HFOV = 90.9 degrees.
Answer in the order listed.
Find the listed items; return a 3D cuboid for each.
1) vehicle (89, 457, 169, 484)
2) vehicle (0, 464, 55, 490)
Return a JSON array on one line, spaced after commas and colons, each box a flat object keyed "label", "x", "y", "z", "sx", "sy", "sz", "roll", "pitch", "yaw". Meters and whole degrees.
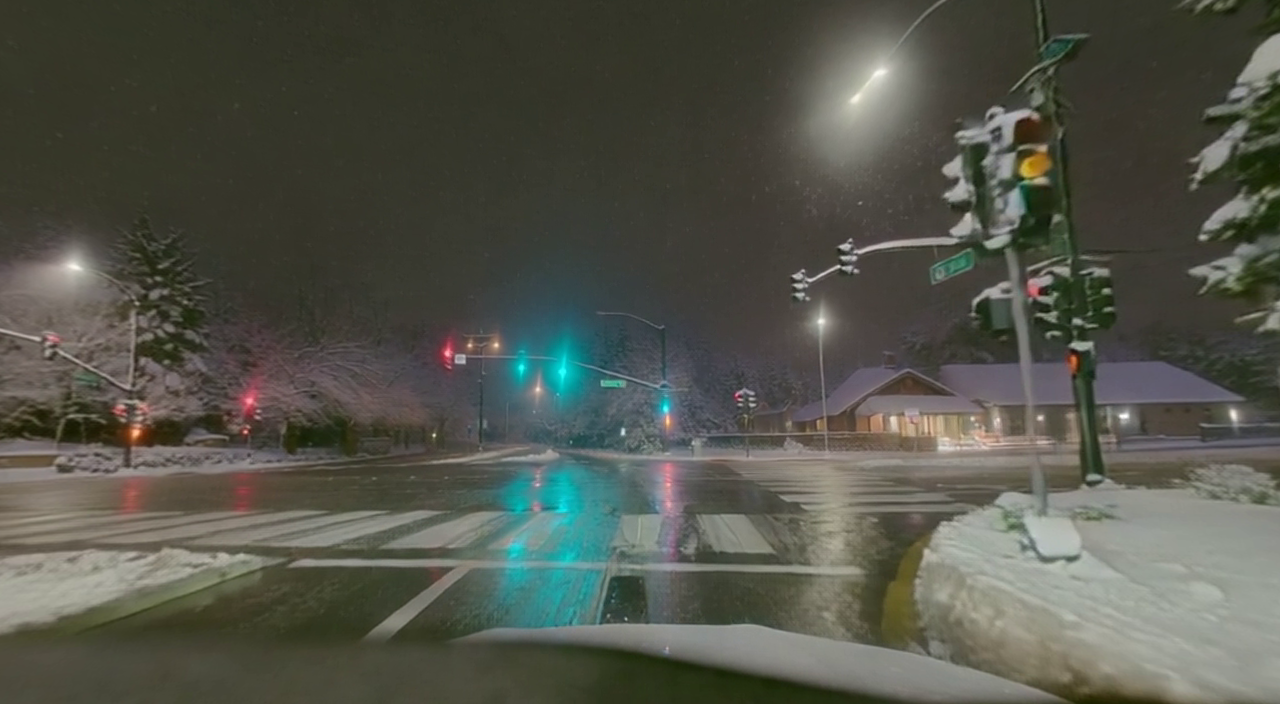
[{"label": "vehicle", "x": -36.143, "y": 8.365, "z": 44.612, "sx": 4.241, "sy": 1.413, "sz": 1.673, "roll": -3, "pitch": -5, "yaw": -1}, {"label": "vehicle", "x": -36.737, "y": 7.260, "z": 36.638, "sx": 3.748, "sy": 1.389, "sz": 1.656, "roll": -1, "pitch": -8, "yaw": 0}]
